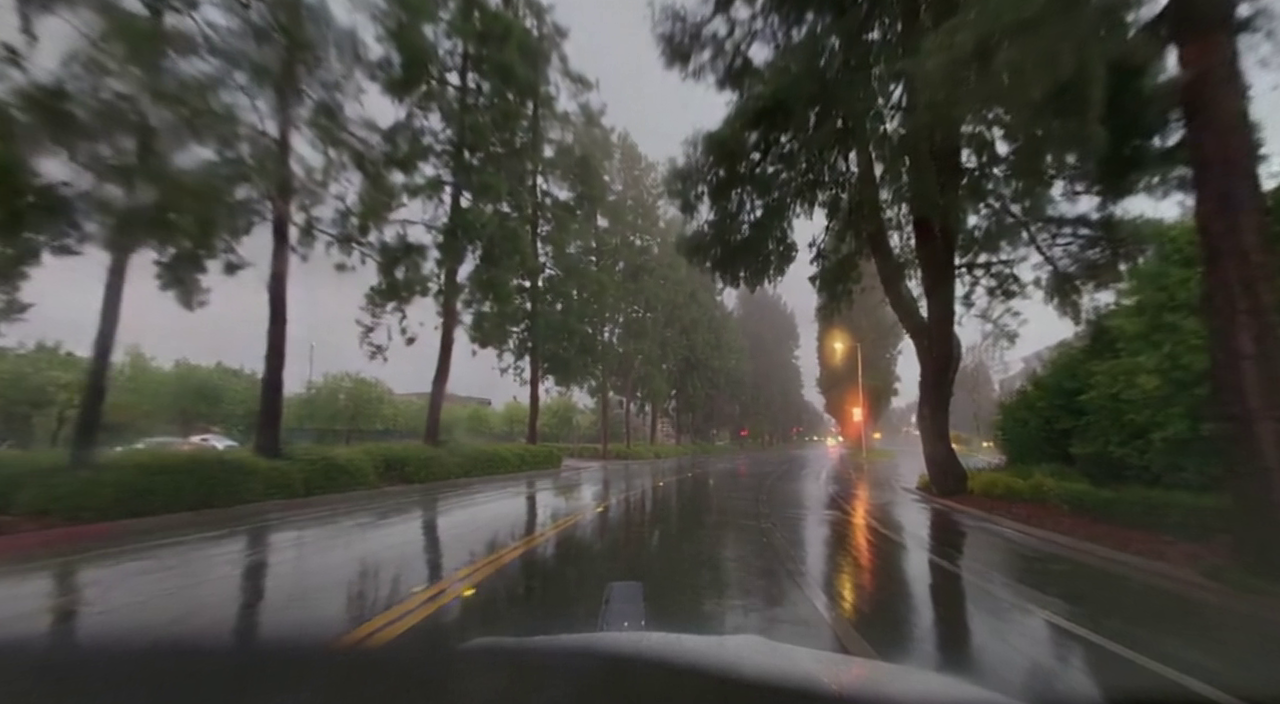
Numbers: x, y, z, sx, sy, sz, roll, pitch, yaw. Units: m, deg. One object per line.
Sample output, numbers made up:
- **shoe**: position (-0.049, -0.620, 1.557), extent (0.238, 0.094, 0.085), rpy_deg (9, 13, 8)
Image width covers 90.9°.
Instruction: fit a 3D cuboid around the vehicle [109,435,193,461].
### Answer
- **vehicle**: position (-29.112, 5.731, 37.639), extent (1.680, 1.413, 3.616), rpy_deg (-3, -9, 13)
